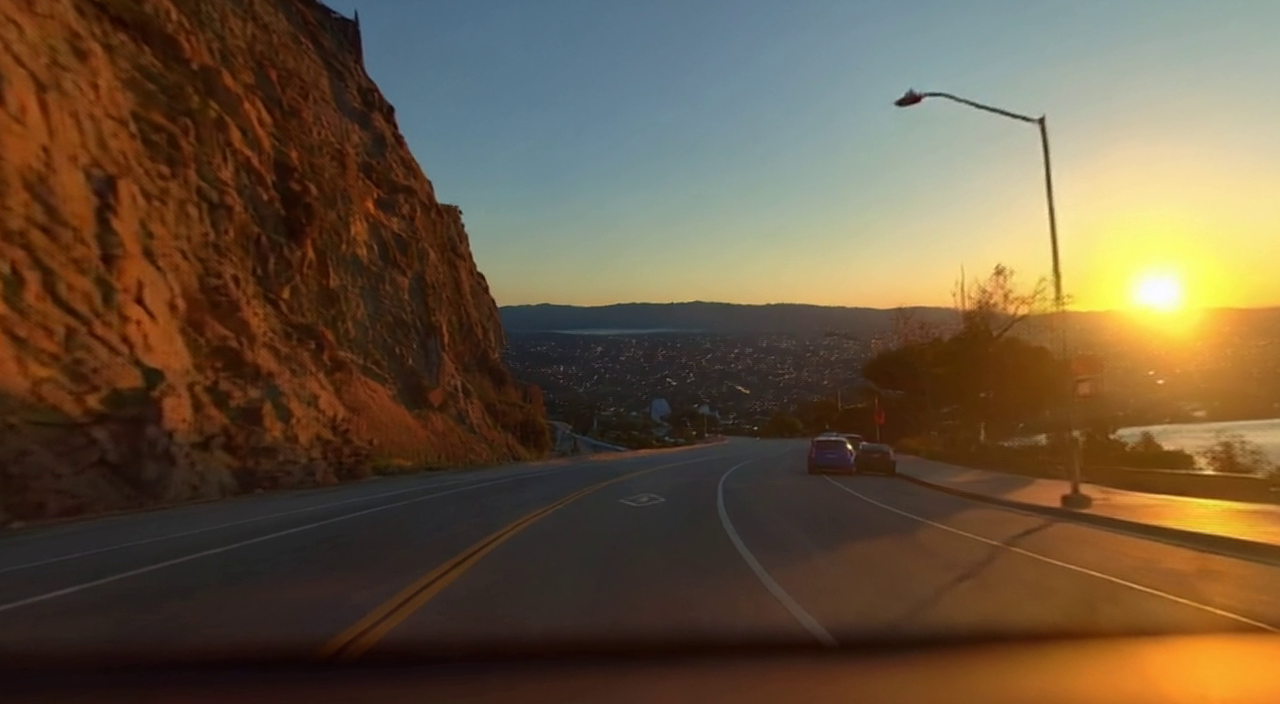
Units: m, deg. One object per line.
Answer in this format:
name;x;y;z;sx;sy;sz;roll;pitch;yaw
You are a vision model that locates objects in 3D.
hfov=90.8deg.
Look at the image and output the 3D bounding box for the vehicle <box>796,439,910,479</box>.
vehicle;9.435;4.666;27.867;4.963;1.585;2.155;6;-8;-33
